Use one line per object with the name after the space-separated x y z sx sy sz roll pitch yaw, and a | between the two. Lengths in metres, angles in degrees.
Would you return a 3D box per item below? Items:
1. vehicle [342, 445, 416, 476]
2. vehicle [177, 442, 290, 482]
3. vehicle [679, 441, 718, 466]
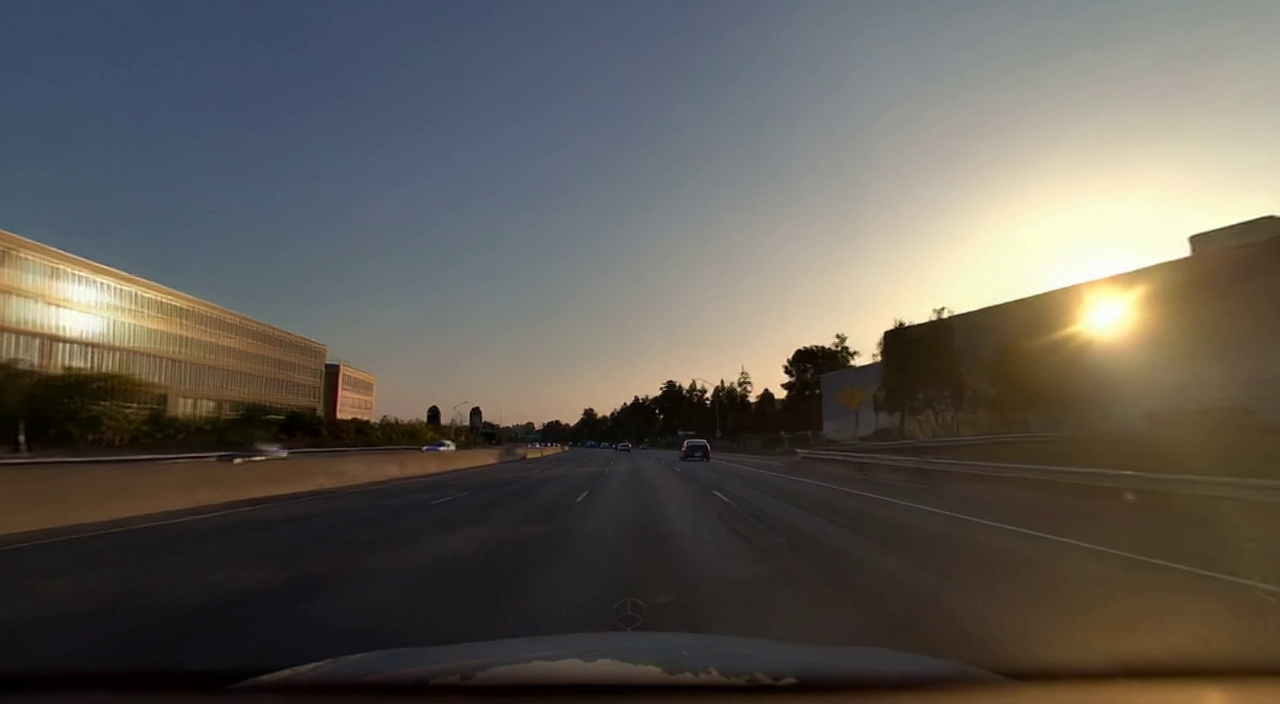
-13.309 5.531 32.497 1.871 1.446 4.531 0 -8 0 | vehicle
-16.465 4.442 25.825 1.806 1.492 4.206 0 -8 0 | vehicle
3.557 6.254 39.010 1.926 1.477 4.025 0 -8 -2 | vehicle
